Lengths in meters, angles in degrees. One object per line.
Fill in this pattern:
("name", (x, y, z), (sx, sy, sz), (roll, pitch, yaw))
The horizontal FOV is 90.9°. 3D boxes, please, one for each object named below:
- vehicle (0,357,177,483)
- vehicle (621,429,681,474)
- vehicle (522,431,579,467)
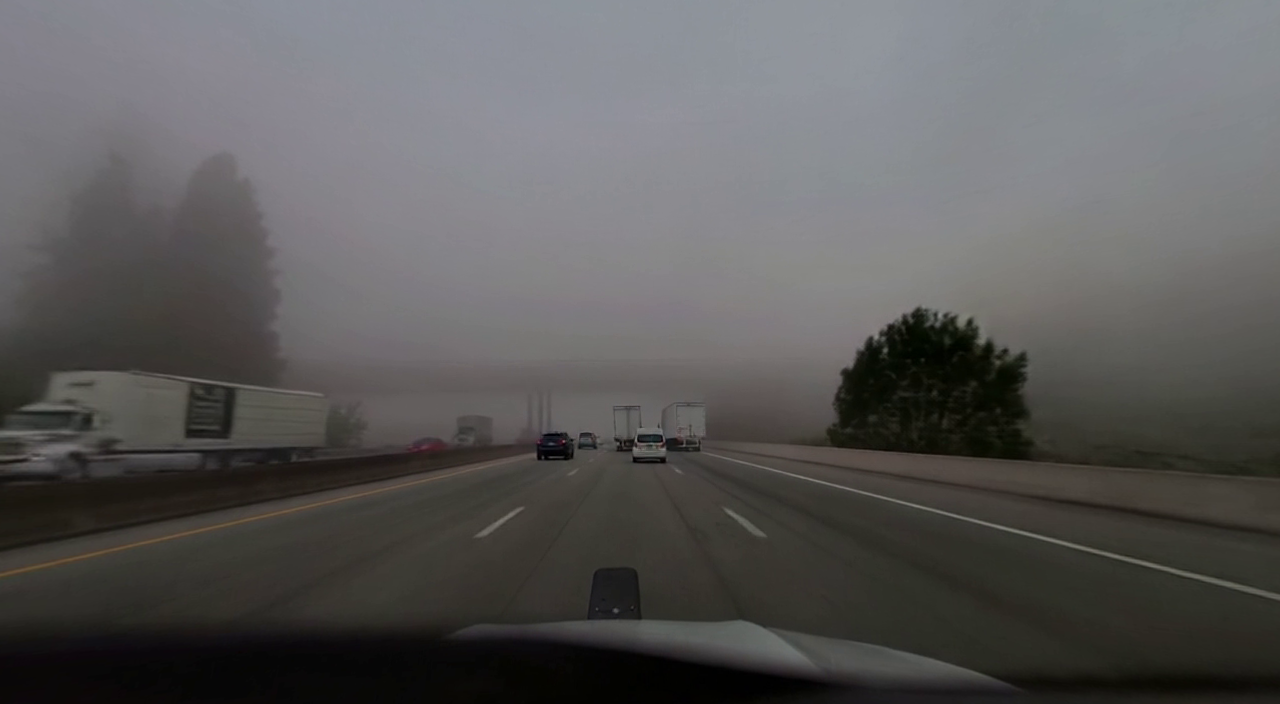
("vehicle", (-20.979, 2.567, 23.079), (3.051, 3.954, 6.368), (0, -8, -1))
("vehicle", (0.339, 3.692, 23.616), (2.059, 1.522, 3.693), (0, -8, -2))
("vehicle", (-3.991, 4.394, 28.797), (1.979, 1.527, 4.754), (0, -8, -1))
